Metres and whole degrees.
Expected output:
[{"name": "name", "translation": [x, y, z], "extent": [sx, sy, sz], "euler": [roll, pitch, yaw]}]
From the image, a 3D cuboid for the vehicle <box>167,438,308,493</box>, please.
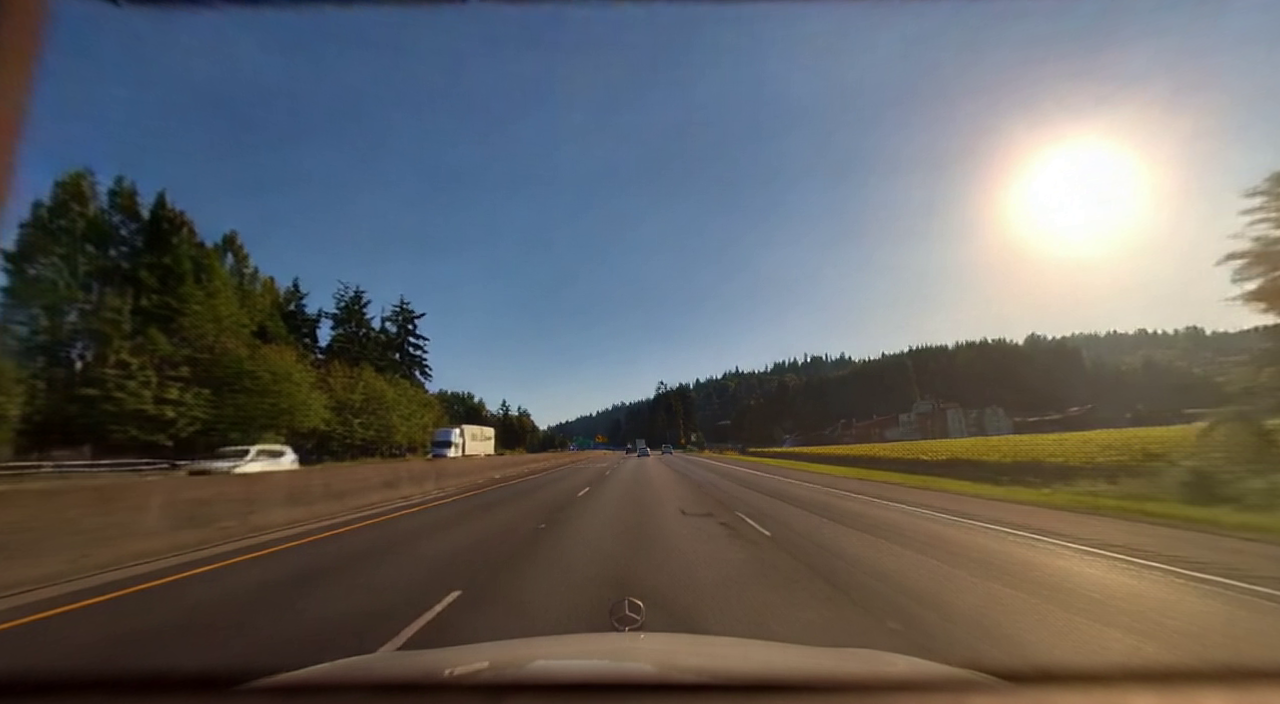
[{"name": "vehicle", "translation": [-14.679, 4.145, 23.412], "extent": [2.040, 1.827, 4.736], "euler": [0, -9, 0]}]
